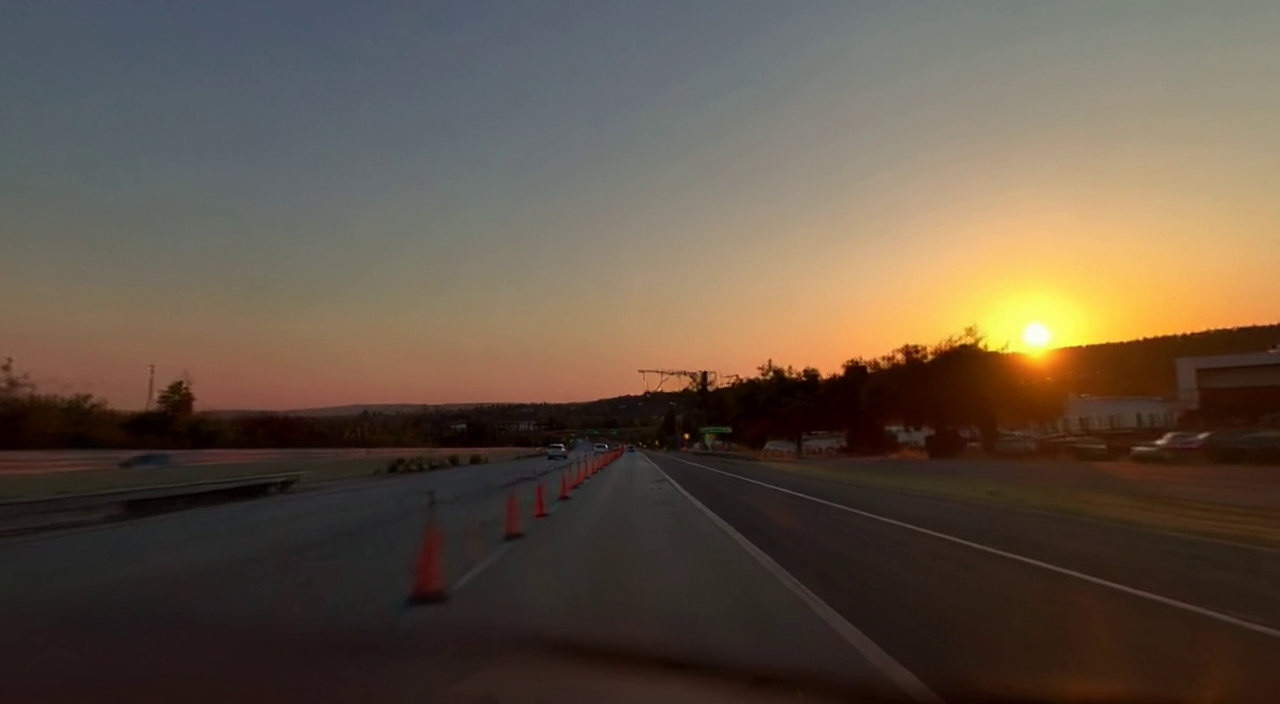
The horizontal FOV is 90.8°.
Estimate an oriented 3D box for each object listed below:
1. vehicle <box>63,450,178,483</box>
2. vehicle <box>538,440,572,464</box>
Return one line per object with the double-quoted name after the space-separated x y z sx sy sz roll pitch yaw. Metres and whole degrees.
-24.018 5.272 29.453 1.692 1.416 4.335 0 -9 0 "vehicle"
-6.554 7.740 49.069 2.036 1.758 4.529 0 -9 0 "vehicle"
